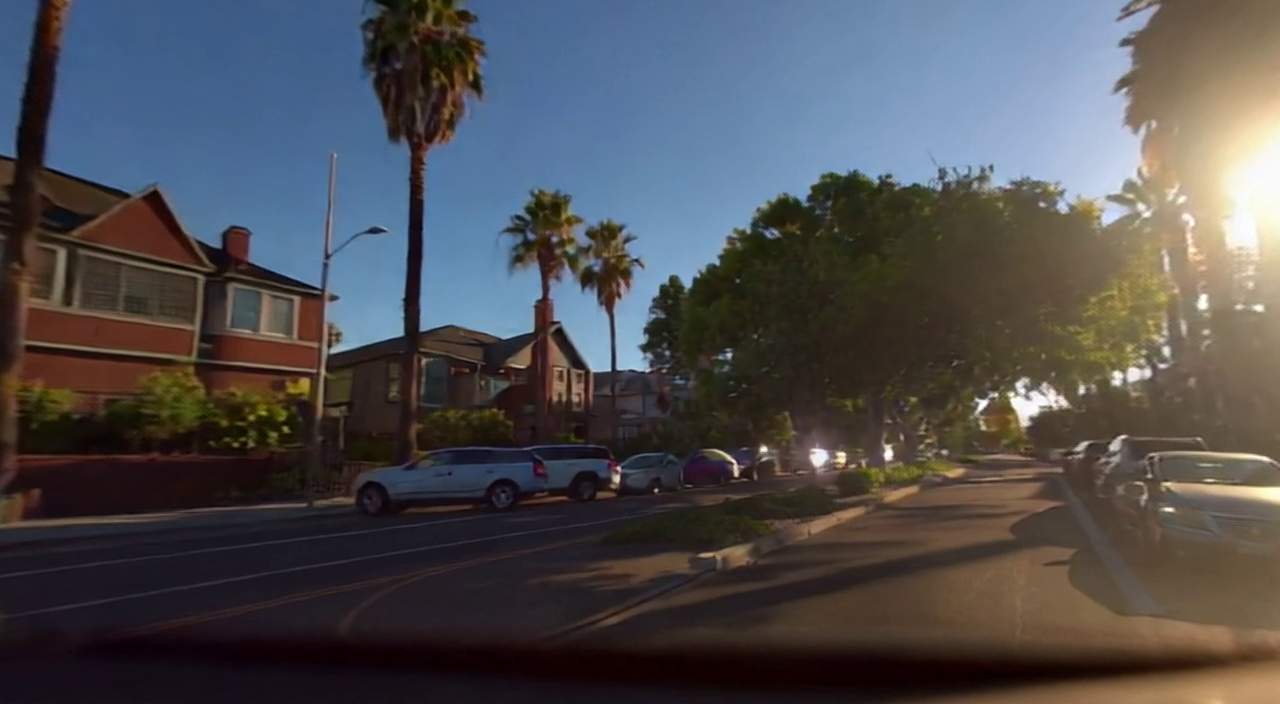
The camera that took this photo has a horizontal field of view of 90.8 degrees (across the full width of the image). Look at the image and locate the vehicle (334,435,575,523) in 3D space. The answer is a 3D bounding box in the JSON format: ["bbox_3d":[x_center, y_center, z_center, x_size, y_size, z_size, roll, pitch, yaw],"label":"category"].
[{"bbox_3d":[-4.123,2.803,14.348,4.866,1.752,1.998,-3,-8,14],"label":"vehicle"}]

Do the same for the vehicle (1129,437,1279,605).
[{"bbox_3d":[7.303,1.772,7.492,2.001,1.461,4.492,-6,-9,34],"label":"vehicle"}]
